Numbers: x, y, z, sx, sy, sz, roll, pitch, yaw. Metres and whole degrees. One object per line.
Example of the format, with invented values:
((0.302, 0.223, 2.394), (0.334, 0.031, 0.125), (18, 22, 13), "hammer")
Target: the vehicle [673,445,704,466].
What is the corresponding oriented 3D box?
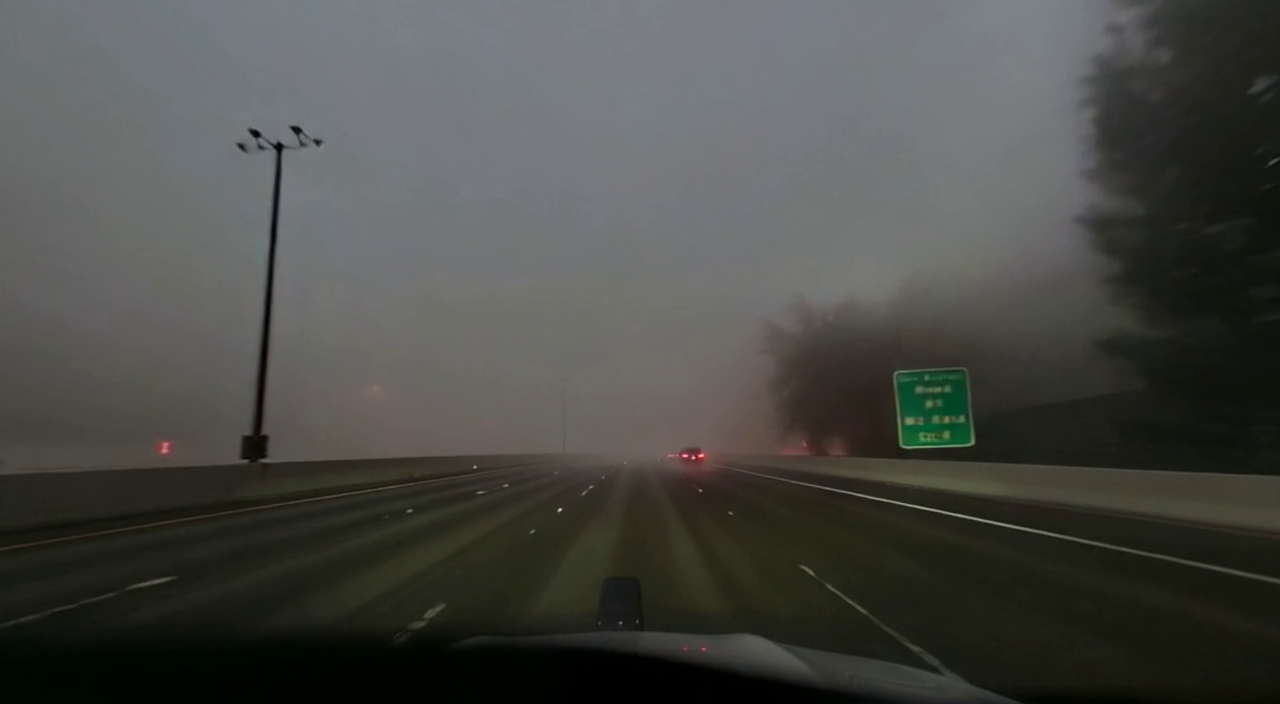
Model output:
((3.695, 8.006, 48.903), (2.033, 1.501, 4.398), (0, -9, -1), "vehicle")
